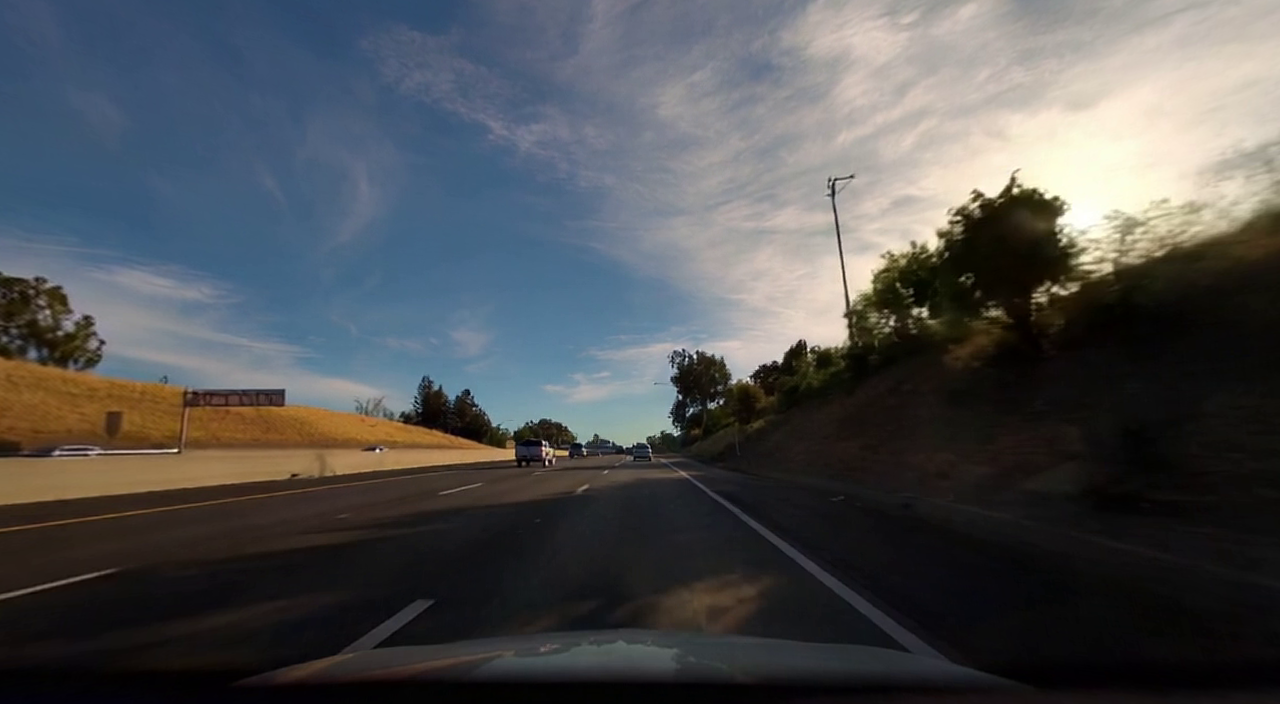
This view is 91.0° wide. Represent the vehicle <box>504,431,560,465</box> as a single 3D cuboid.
[{"bbox_3d":[-6.613,5.976,39.237,2.438,1.967,5.596,0,-8,0],"label":"vehicle"}]

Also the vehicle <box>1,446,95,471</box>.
[{"bbox_3d":[-39.616,7.107,42.316,1.846,1.564,4.400,0,-8,4],"label":"vehicle"}]

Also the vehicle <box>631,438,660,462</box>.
[{"bbox_3d":[0.378,7.445,47.735,2.141,1.706,4.065,0,-8,-1],"label":"vehicle"}]
